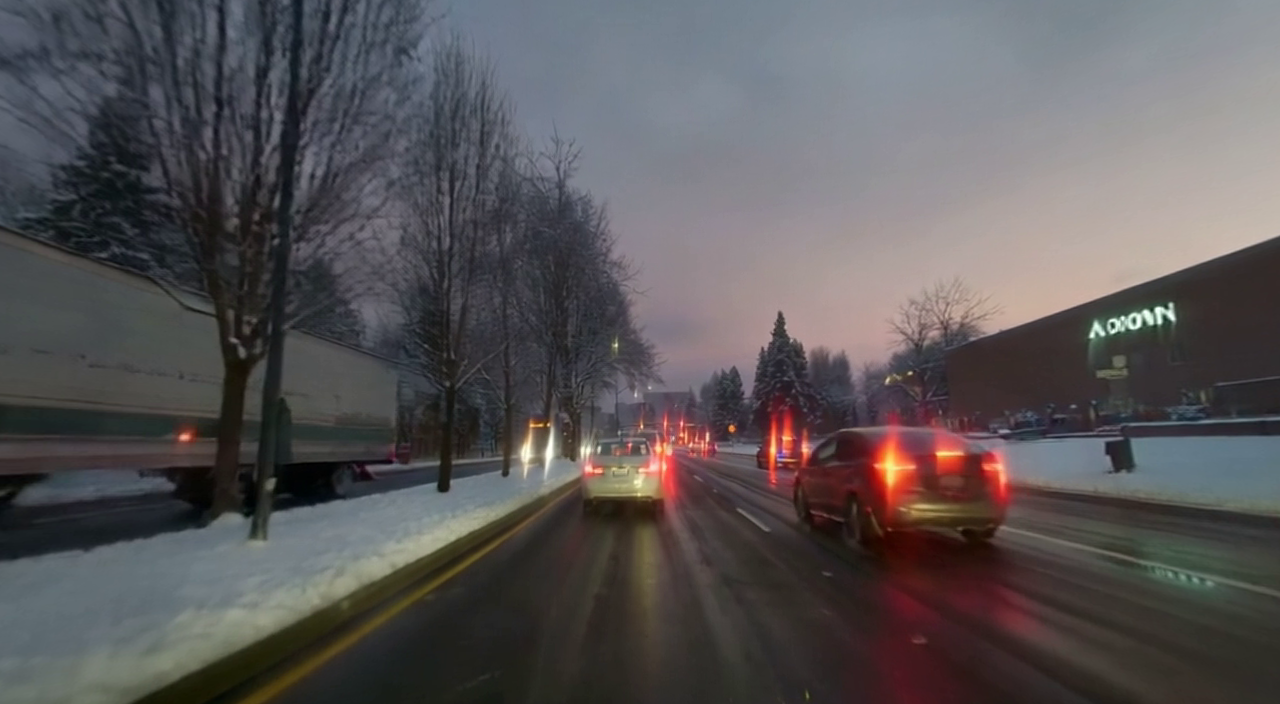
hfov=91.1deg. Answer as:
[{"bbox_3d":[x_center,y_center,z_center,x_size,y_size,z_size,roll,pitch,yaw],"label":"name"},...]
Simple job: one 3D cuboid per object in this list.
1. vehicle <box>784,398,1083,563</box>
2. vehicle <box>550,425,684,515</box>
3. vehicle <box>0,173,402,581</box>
[{"bbox_3d":[3.689,1.718,9.089,2.090,1.763,4.560,0,-9,0],"label":"vehicle"},{"bbox_3d":[-0.403,2.360,12.998,2.315,1.563,4.080,0,-9,0],"label":"vehicle"},{"bbox_3d":[-8.369,0.672,9.338,3.250,4.249,16.263,0,-9,0],"label":"vehicle"}]
